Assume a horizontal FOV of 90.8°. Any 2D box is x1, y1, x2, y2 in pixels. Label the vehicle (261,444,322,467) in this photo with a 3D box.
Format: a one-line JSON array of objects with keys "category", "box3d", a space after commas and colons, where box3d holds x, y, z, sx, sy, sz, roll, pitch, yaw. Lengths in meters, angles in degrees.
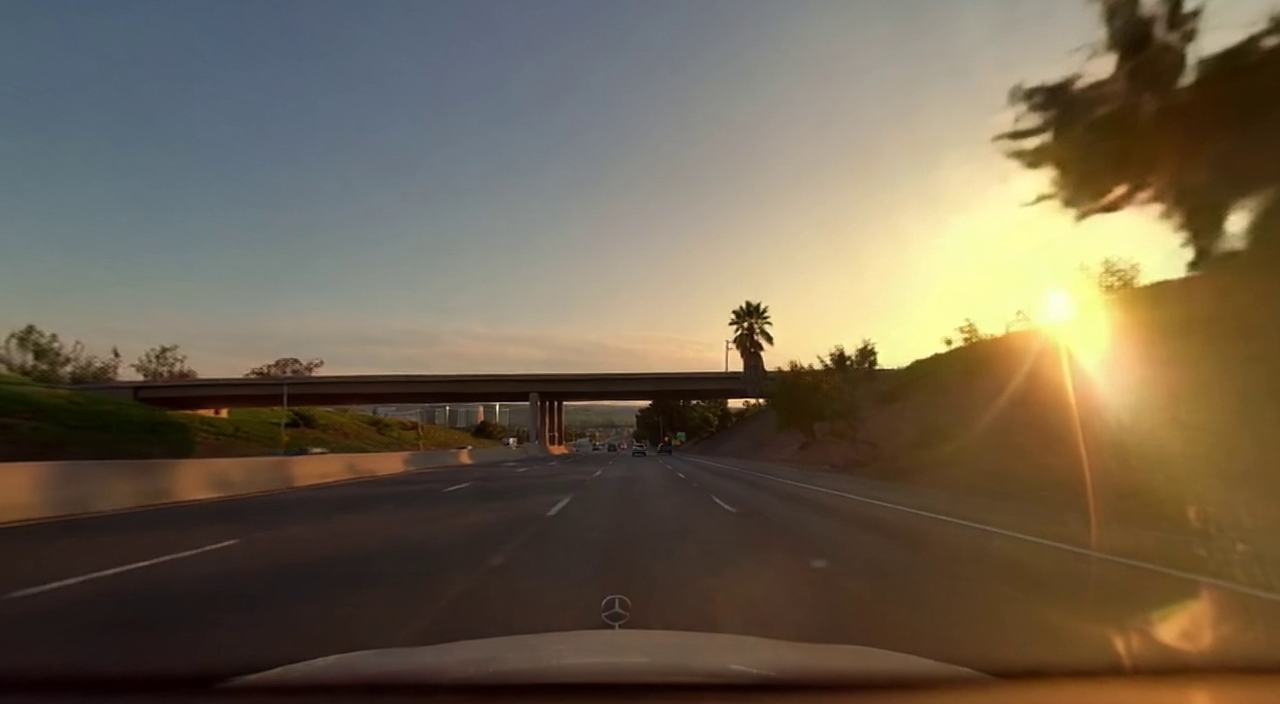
[{"category": "vehicle", "box3d": [-25.110, 7.446, 45.679, 1.847, 1.534, 4.527, 0, -8, 0]}]
